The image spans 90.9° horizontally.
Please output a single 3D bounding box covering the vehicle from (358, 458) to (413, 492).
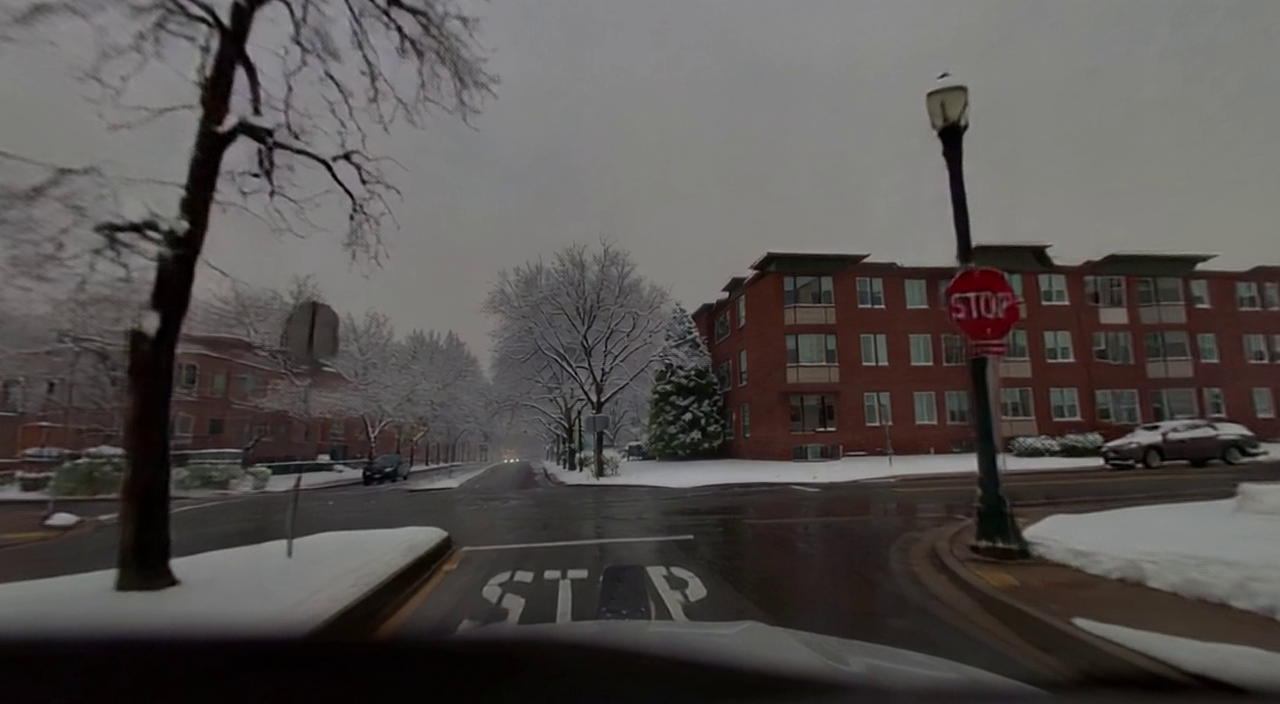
[{"bbox_3d":[-13.565,6.537,33.821,2.027,1.475,4.522,1,-8,-13],"label":"vehicle"}]

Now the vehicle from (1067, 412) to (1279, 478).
[{"bbox_3d":[18.433,3.283,22.027,5.213,1.850,2.126,-4,-10,4],"label":"vehicle"}]
